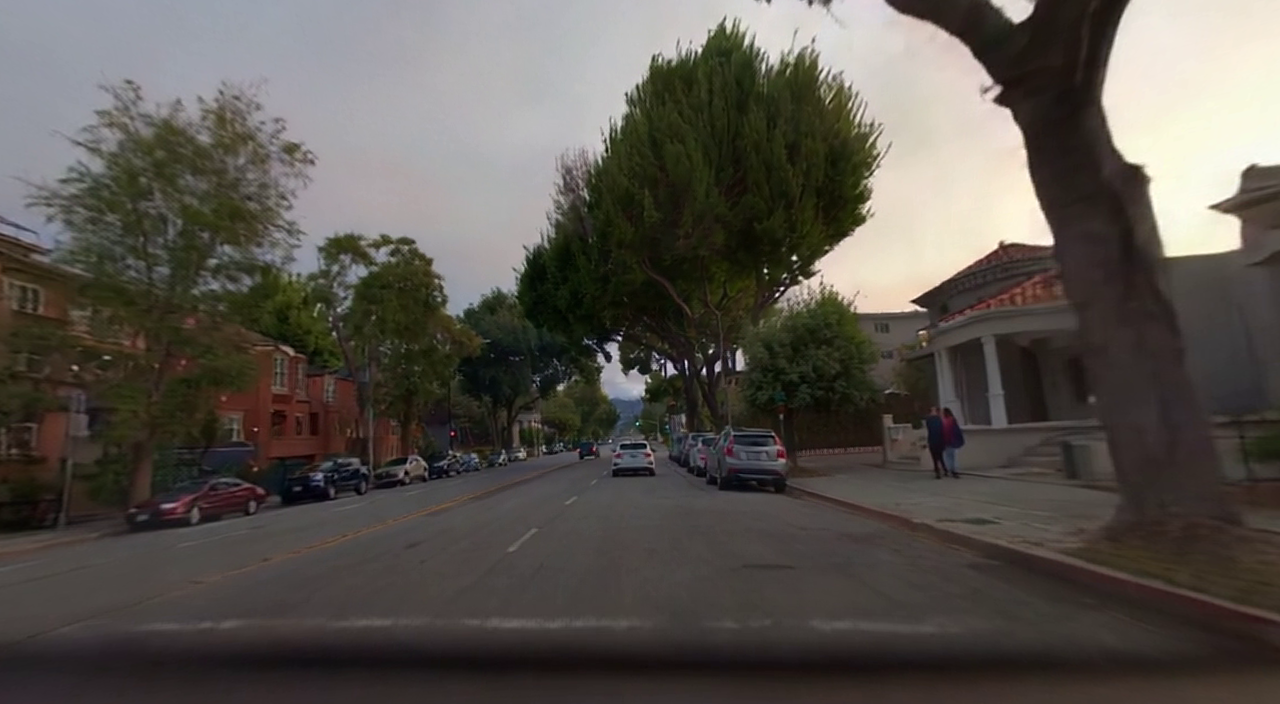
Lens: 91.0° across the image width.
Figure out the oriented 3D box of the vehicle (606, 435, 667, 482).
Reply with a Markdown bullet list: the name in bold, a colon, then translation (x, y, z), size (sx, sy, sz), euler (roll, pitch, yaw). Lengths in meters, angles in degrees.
- **vehicle**: translation (-0.125, 3.797, 22.771), size (1.998, 1.518, 4.015), euler (0, -8, 0)

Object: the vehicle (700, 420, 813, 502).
- **vehicle**: translation (2.708, 2.646, 15.754), size (1.969, 1.725, 4.387), euler (0, -8, 0)

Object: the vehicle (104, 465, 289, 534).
- **vehicle**: translation (-11.953, 3.958, 17.424), size (1.913, 1.475, 4.372), euler (-1, -8, 1)

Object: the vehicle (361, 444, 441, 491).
- **vehicle**: translation (-12.233, 5.897, 32.606), size (2.210, 2.148, 4.849), euler (0, -8, 0)

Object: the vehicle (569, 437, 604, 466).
- **vehicle**: translation (-3.565, 6.714, 42.679), size (1.983, 1.841, 4.013), euler (0, -8, 0)

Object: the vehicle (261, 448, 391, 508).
- **vehicle**: translation (-12.109, 4.847, 24.922), size (2.109, 1.941, 6.025), euler (0, -8, -1)

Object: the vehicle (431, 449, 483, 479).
- **vehicle**: translation (-12.174, 7.500, 42.309), size (2.026, 1.791, 4.909), euler (0, -8, 0)
